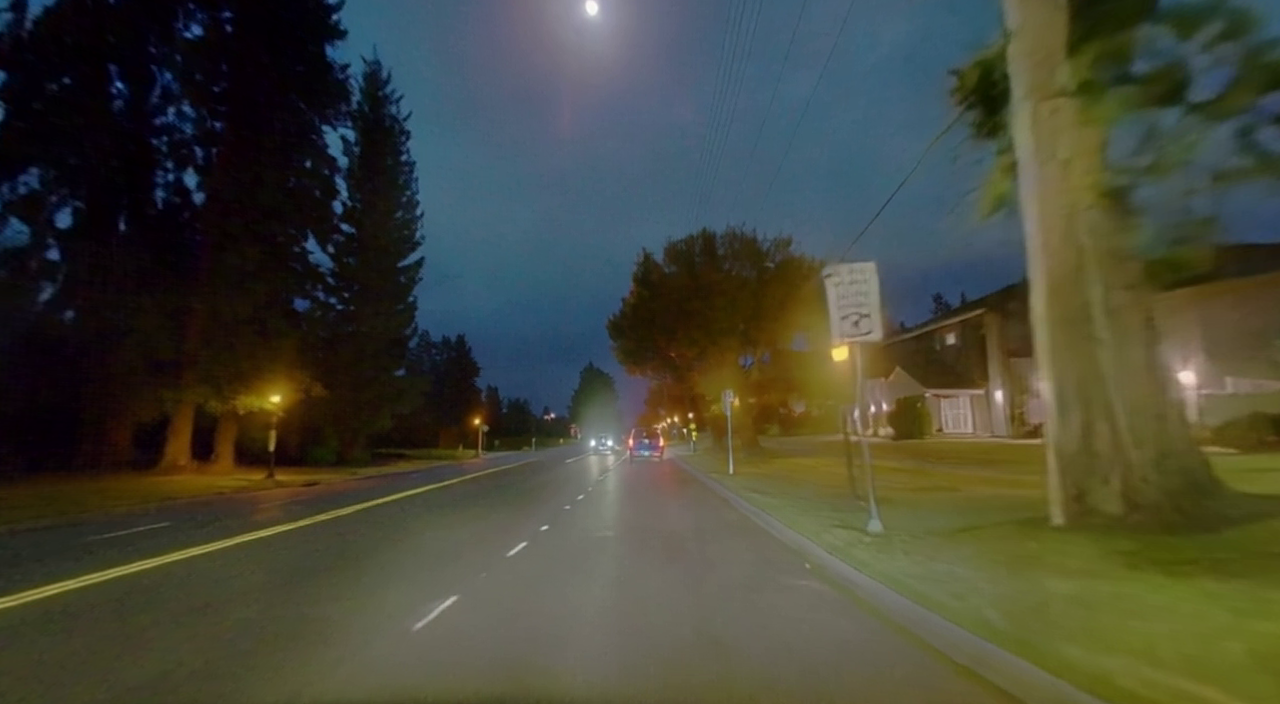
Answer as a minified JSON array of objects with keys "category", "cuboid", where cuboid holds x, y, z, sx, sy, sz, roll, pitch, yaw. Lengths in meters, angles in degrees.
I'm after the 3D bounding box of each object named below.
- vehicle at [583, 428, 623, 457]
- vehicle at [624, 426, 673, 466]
[{"category":"vehicle","cuboid":[-2.288,5.766,40.117,2.157,1.765,4.303,0,-8,2]},{"category":"vehicle","cuboid":[0.373,4.339,29.225,2.120,1.718,3.909,0,-8,0]}]
